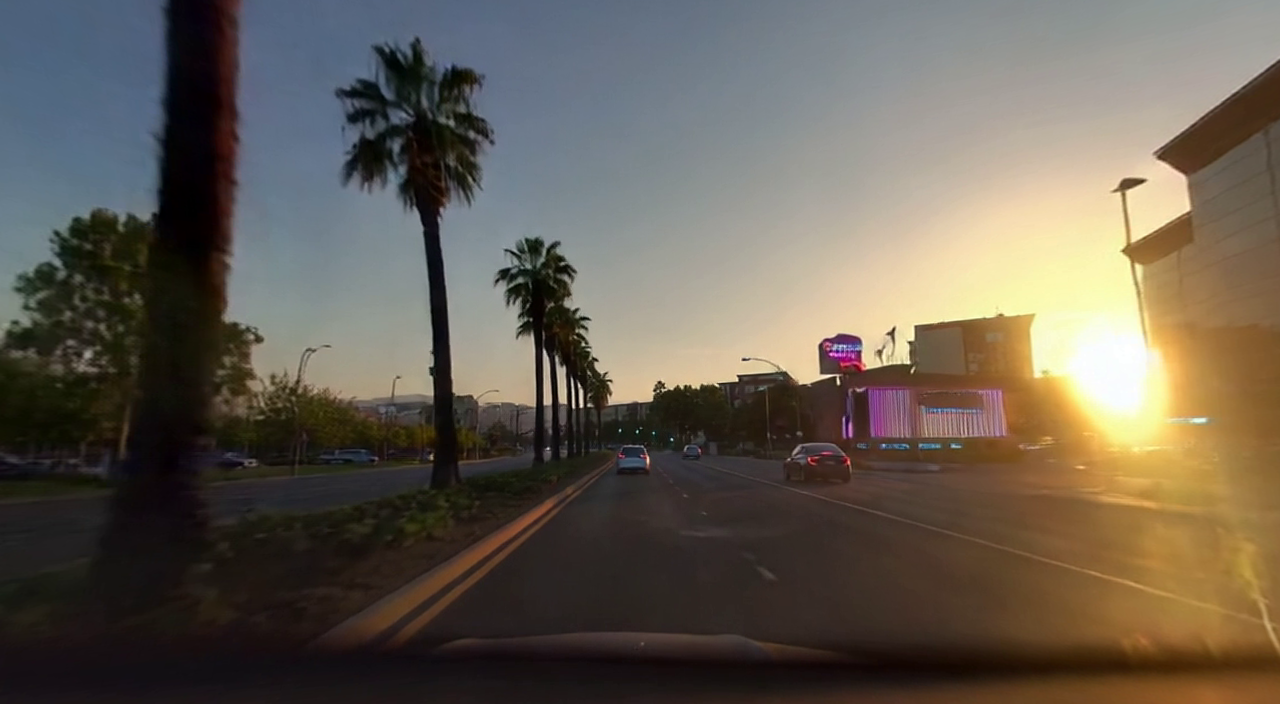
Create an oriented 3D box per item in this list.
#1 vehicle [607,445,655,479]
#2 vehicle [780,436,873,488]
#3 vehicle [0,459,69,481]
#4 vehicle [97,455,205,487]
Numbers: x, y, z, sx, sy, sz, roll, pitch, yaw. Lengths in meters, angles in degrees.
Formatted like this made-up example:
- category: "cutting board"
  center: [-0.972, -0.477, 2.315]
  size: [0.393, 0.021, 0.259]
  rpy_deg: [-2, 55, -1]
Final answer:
- category: "vehicle"
  center: [-0.373, 4.775, 27.605]
  size: [1.970, 1.402, 3.756]
  rpy_deg: [0, -8, 0]
- category: "vehicle"
  center: [6.430, 3.833, 22.202]
  size: [1.949, 1.647, 3.894]
  rpy_deg: [0, -8, -2]
- category: "vehicle"
  center: [-45.532, 8.756, 46.847]
  size: [4.103, 1.568, 1.869]
  rpy_deg: [0, -8, -1]
- category: "vehicle"
  center: [-24.408, 5.921, 31.507]
  size: [3.898, 1.459, 1.680]
  rpy_deg: [1, -8, -2]
